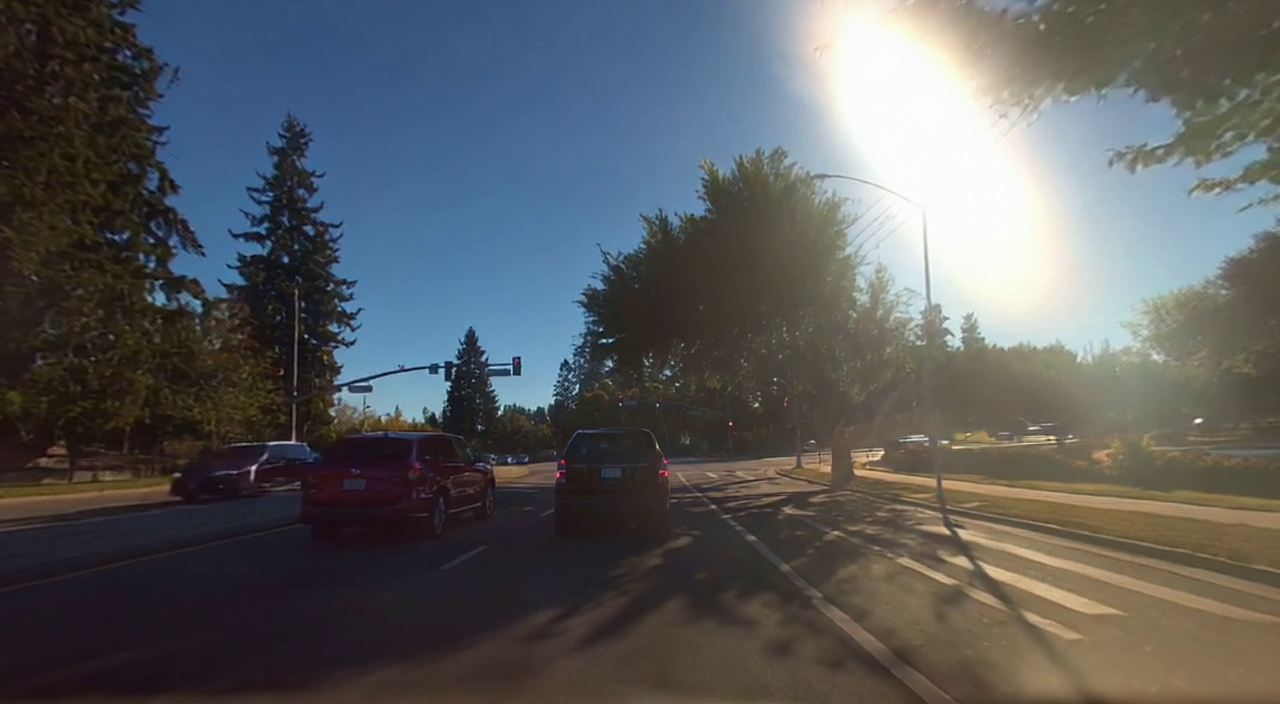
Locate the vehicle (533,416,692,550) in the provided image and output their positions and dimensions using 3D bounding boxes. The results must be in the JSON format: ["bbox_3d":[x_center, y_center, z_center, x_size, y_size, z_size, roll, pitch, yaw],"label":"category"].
[{"bbox_3d":[-0.330,2.145,11.103,2.131,1.793,5.016,0,-8,1],"label":"vehicle"}]

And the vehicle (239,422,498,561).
[{"bbox_3d":[-3.823,2.038,9.988,2.009,1.673,4.454,0,-8,2],"label":"vehicle"}]

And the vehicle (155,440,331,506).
[{"bbox_3d":[-11.216,3.420,18.365,2.070,1.635,4.559,0,-8,1],"label":"vehicle"}]
